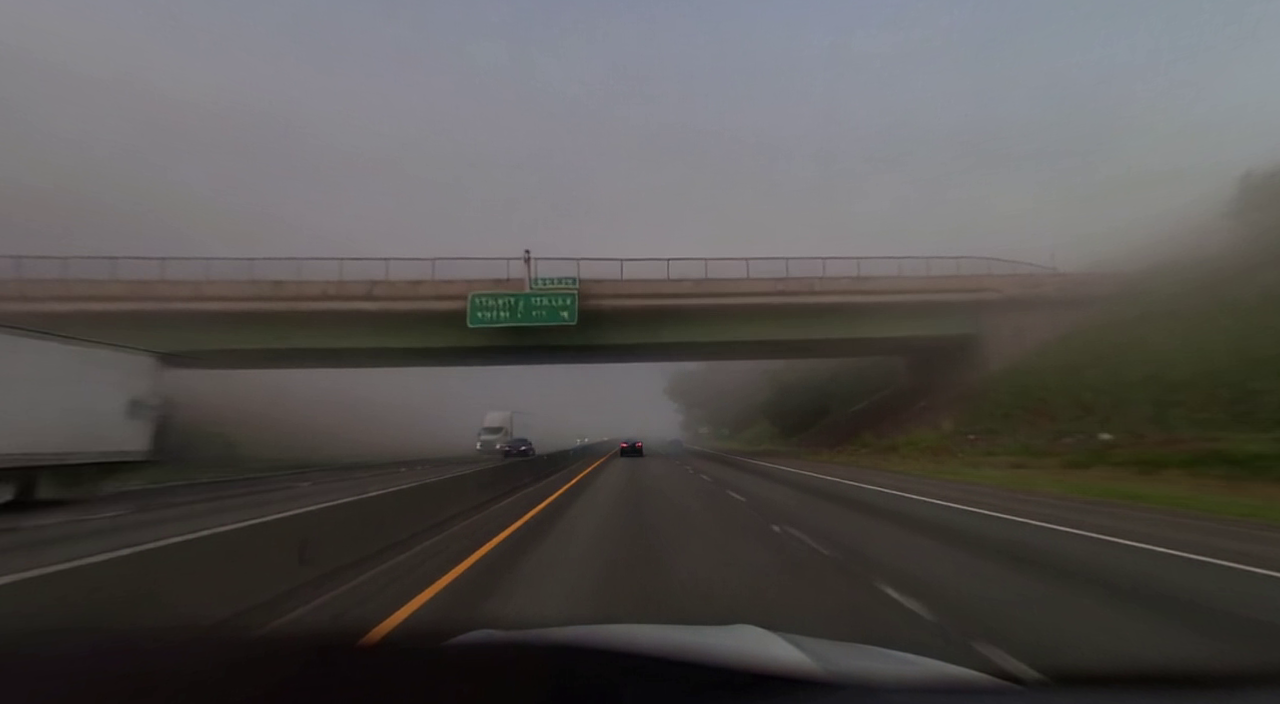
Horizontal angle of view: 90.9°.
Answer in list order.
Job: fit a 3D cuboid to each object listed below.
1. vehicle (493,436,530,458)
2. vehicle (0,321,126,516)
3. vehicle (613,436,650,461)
[{"bbox_3d":[-8.733,6.470,43.020,1.790,1.375,3.778,0,-7,-1],"label":"vehicle"},{"bbox_3d":[-13.968,0.921,9.424,2.764,3.825,11.730,0,-7,-1],"label":"vehicle"},{"bbox_3d":[-0.521,5.568,36.675,1.996,1.325,4.029,0,-7,-1],"label":"vehicle"}]
